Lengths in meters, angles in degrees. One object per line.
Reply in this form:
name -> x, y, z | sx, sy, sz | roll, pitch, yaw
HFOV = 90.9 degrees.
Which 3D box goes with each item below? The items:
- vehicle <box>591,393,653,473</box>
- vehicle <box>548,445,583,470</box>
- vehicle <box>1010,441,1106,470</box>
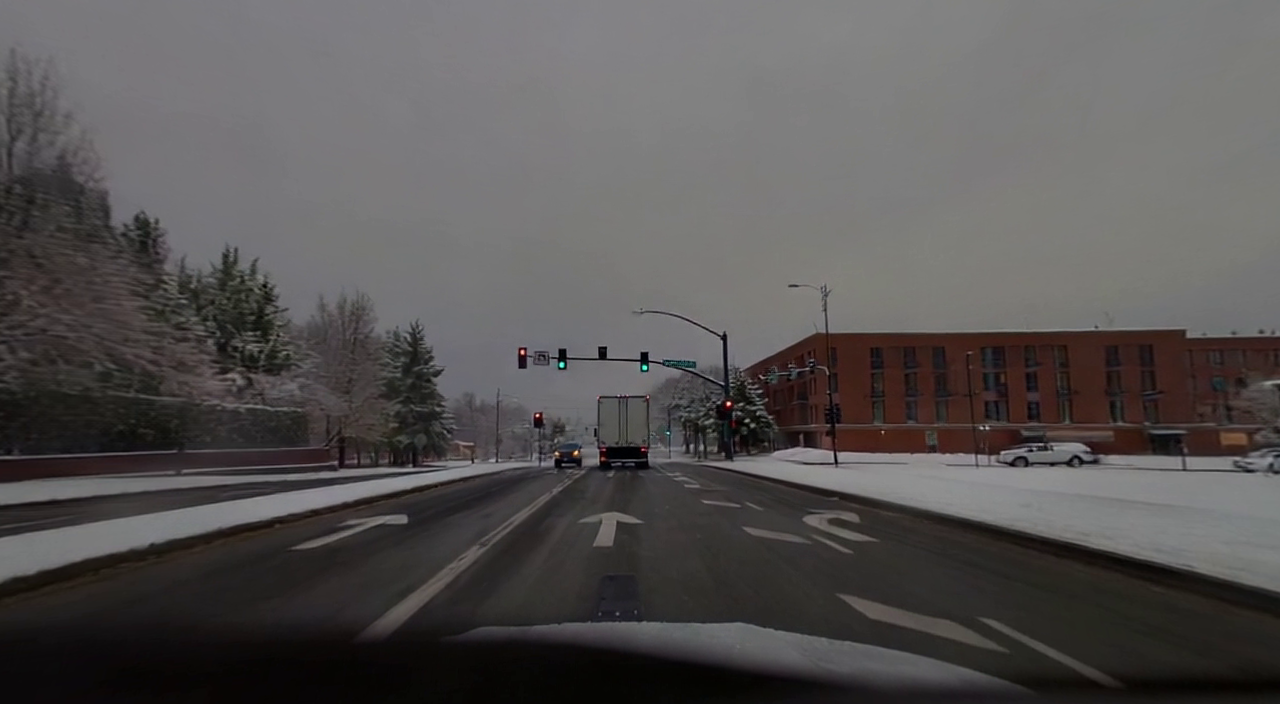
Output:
vehicle -> -0.978, 4.409, 34.204 | 2.876, 3.724, 9.351 | 0, -8, -2
vehicle -> -4.787, 6.828, 40.905 | 1.917, 1.462, 3.878 | 0, -8, -1
vehicle -> 28.990, 7.153, 43.893 | 5.139, 1.889, 1.953 | -4, -8, 23
